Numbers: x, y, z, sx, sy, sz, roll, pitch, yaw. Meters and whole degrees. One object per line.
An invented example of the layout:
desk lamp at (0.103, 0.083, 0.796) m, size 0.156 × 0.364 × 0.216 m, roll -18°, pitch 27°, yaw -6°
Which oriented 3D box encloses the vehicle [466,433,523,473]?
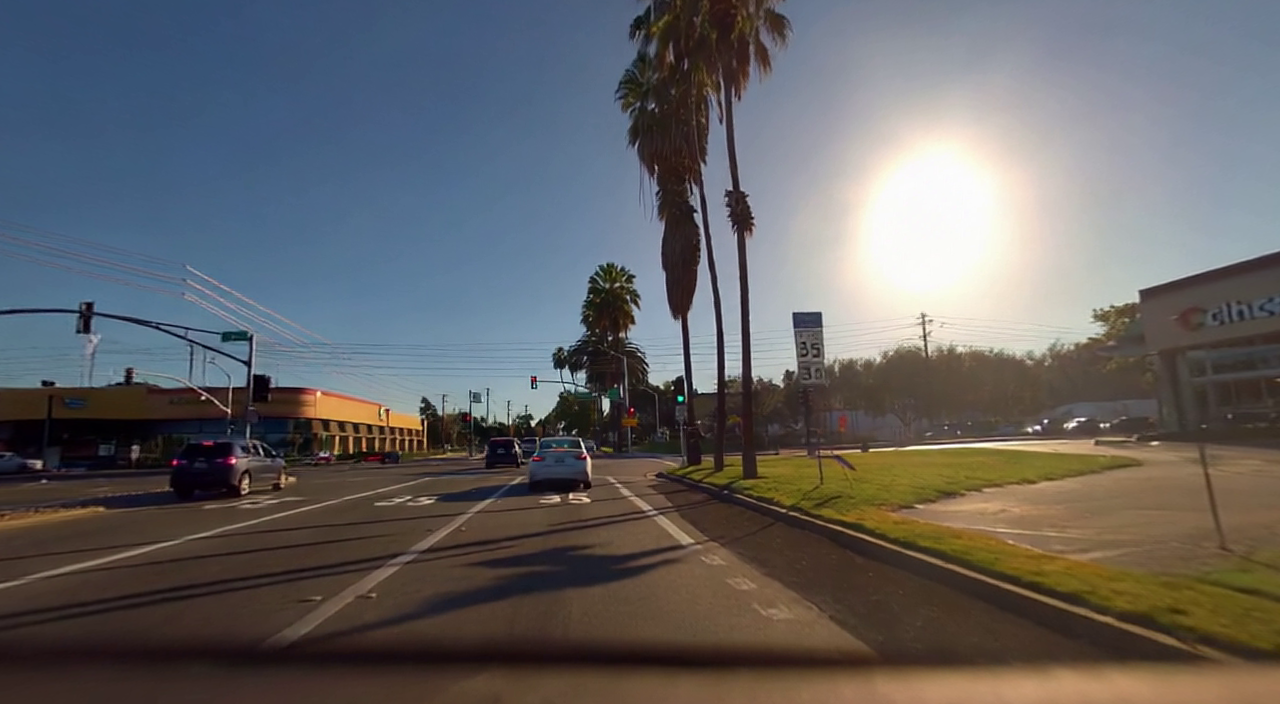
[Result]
vehicle at (-6.753, 4.733, 29.746) m, size 2.077 × 1.715 × 3.903 m, roll 1°, pitch -8°, yaw -6°

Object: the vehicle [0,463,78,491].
vehicle at (-37.369, 7.590, 38.396) m, size 4.276 × 1.576 × 1.917 m, roll 1°, pitch -8°, yaw -6°

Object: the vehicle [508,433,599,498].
vehicle at (-2.236, 2.909, 16.681) m, size 2.063 × 1.474 × 4.334 m, roll 1°, pitch -8°, yaw -7°

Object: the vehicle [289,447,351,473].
vehicle at (-19.987, 6.713, 39.630) m, size 1.879 × 1.496 × 4.510 m, roll 1°, pitch -8°, yaw -5°

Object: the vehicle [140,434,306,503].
vehicle at (-12.376, 3.438, 19.249) m, size 2.050 × 1.811 × 4.752 m, roll 0°, pitch -8°, yaw -4°
